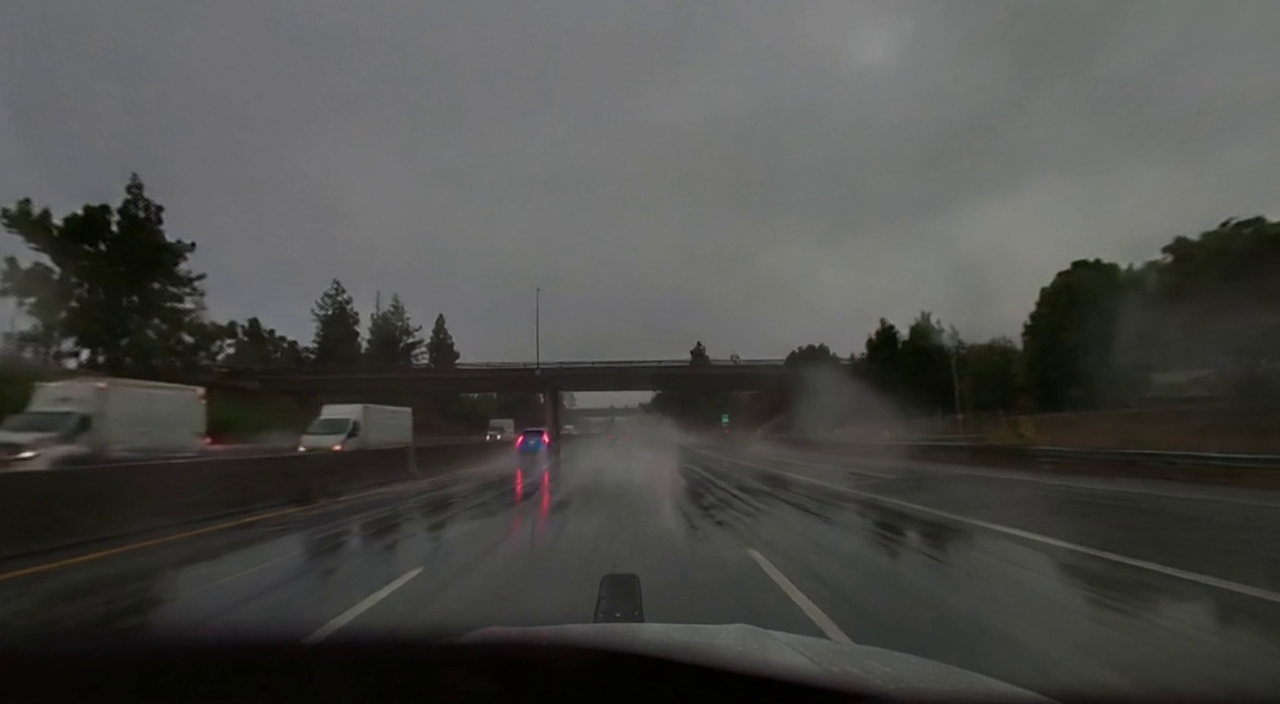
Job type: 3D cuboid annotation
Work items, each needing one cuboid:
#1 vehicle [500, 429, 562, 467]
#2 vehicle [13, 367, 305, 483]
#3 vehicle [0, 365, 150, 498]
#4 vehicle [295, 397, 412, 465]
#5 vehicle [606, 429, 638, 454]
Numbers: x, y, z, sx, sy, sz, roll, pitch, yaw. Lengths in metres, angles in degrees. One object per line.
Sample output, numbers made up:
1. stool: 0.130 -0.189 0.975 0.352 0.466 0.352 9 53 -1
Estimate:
1. vehicle: -4.807 4.299 28.386 2.017 1.537 4.496 0 -8 0
2. vehicle: -20.710 3.486 29.197 2.851 4.082 13.788 0 -8 -1
3. vehicle: -20.596 2.641 20.983 3.146 3.920 6.327 1 -7 -1
4. vehicle: -16.603 4.715 37.330 2.942 3.572 8.438 0 -8 0
5. vehicle: -1.182 6.107 42.851 2.116 1.625 4.004 0 -8 0
